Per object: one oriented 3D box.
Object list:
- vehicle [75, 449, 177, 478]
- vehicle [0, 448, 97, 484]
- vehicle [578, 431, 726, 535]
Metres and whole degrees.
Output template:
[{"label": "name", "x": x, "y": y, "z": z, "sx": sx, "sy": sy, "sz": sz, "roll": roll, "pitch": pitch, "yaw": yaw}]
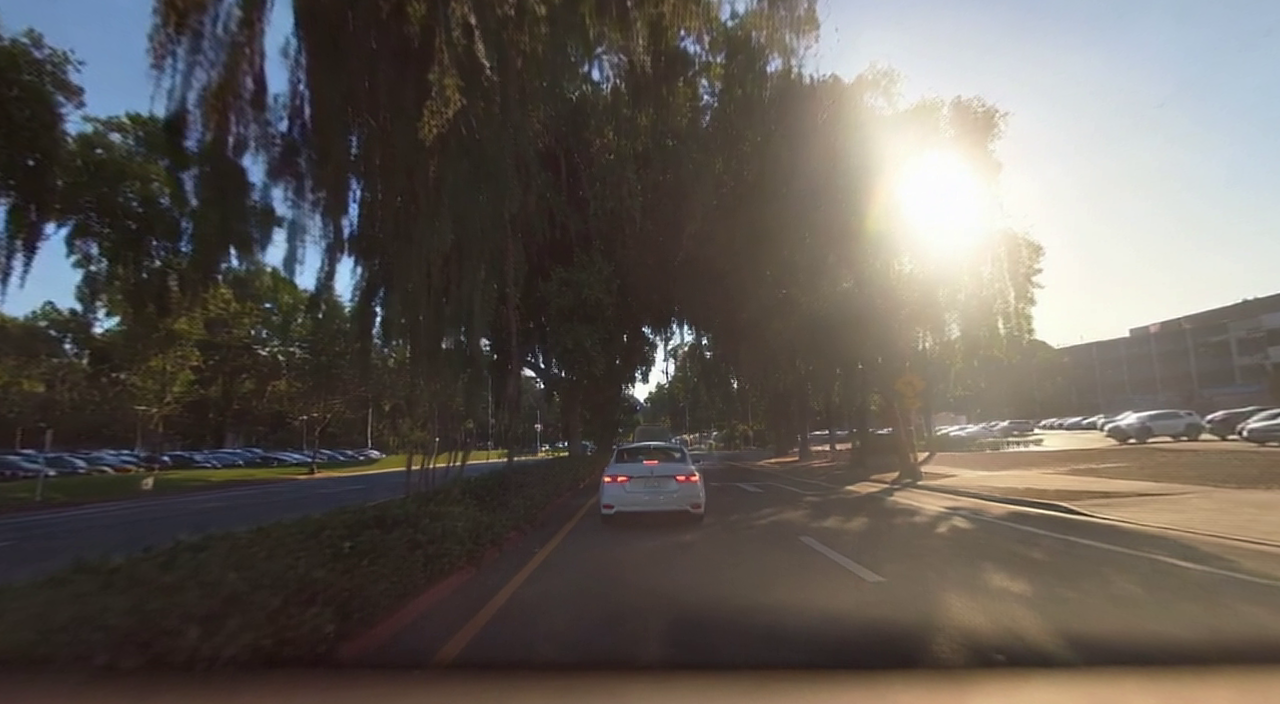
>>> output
[{"label": "vehicle", "x": -30.049, "y": 6.523, "z": 36.918, "sx": 4.342, "sy": 1.621, "sz": 1.967, "roll": -1, "pitch": -8, "yaw": 4}, {"label": "vehicle", "x": -30.279, "y": 5.723, "z": 31.667, "sx": 4.266, "sy": 1.600, "sz": 1.877, "roll": -3, "pitch": -8, "yaw": -2}, {"label": "vehicle", "x": 0.131, "y": 2.152, "z": 10.959, "sx": 2.093, "sy": 1.442, "sz": 3.977, "roll": 0, "pitch": -8, "yaw": -1}]
